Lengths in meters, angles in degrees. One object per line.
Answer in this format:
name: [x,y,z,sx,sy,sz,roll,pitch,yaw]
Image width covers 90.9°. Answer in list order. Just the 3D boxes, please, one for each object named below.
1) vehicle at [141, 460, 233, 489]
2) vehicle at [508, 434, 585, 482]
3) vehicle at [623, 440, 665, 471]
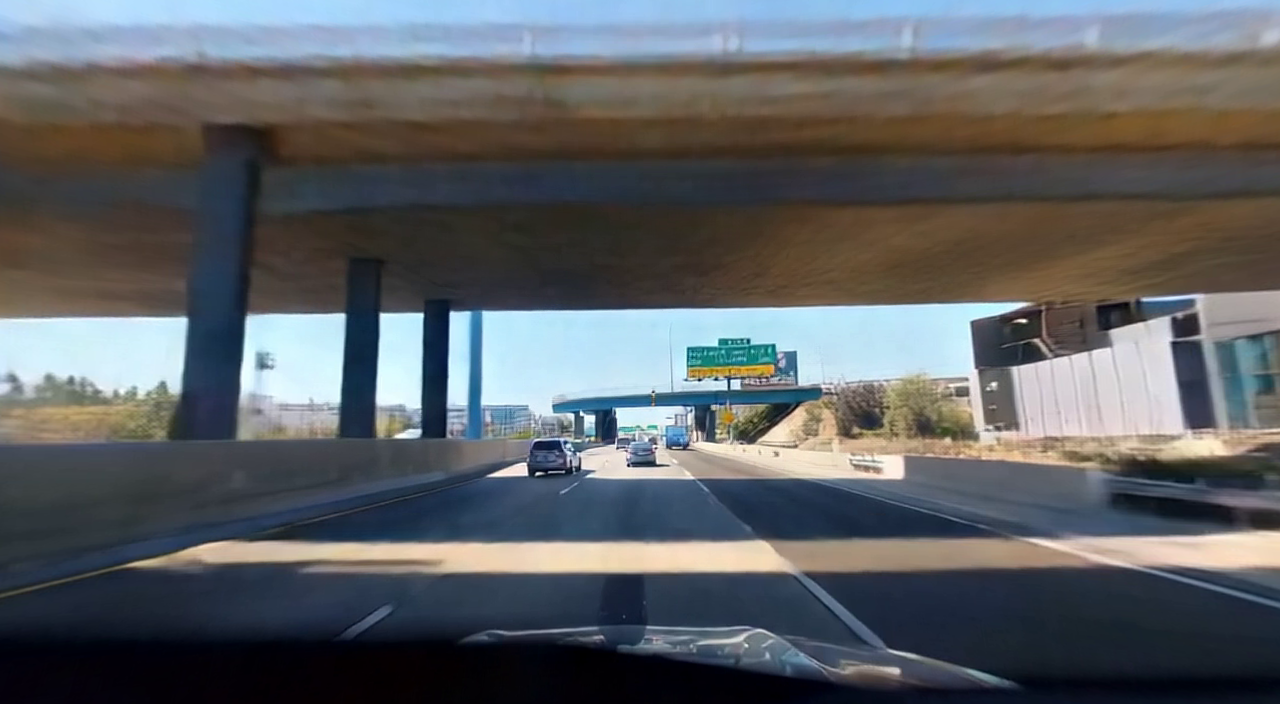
vehicle: [-35.259,9.535,49.380,2.649,1.971,5.971,0,-8,1]
vehicle: [-3.329,3.896,23.385,2.064,1.589,4.213,0,-8,2]
vehicle: [0.175,4.922,30.288,1.877,1.386,3.872,0,-8,0]
